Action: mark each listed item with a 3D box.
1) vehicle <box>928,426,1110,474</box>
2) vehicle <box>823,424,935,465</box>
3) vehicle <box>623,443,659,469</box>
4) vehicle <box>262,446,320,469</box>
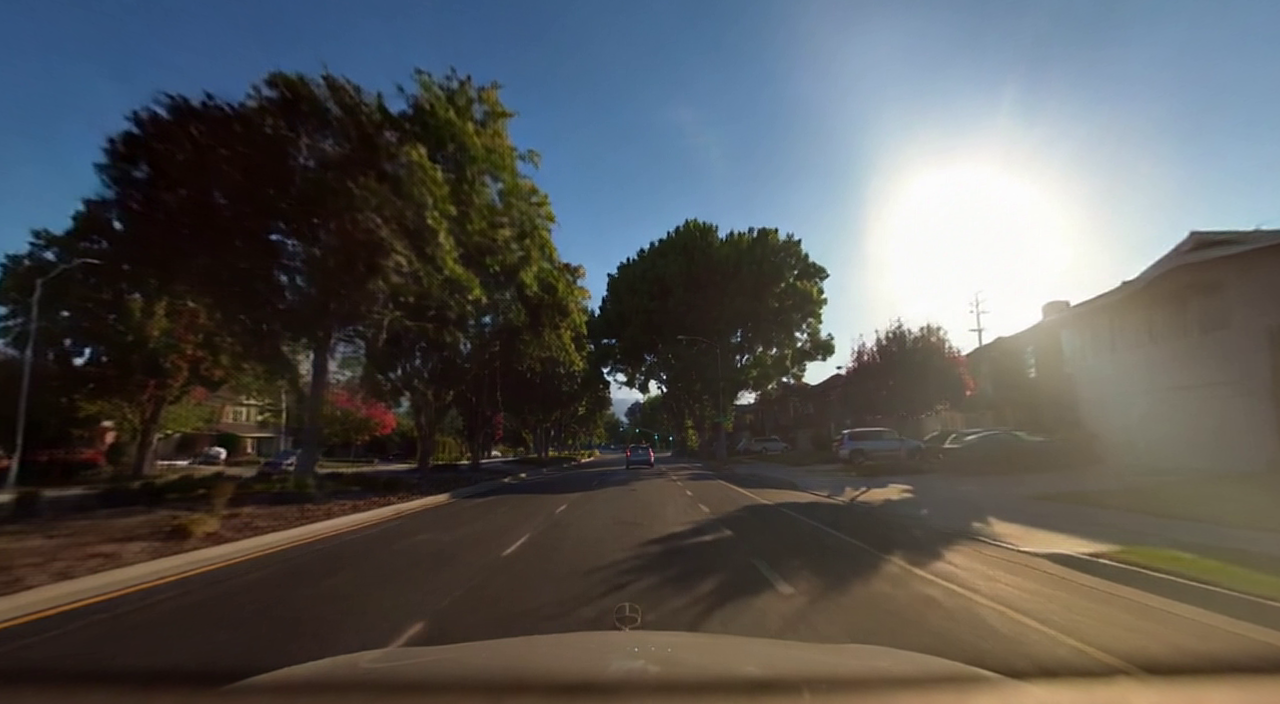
[{"bbox_3d":[12.503,3.267,20.965,4.787,1.494,1.887,0,-8,1],"label":"vehicle"},{"bbox_3d":[12.264,4.801,32.449,4.923,2.019,1.985,0,-9,2],"label":"vehicle"},{"bbox_3d":[0.047,6.220,37.831,2.054,1.456,4.003,0,-8,0],"label":"vehicle"},{"bbox_3d":[-24.023,7.252,43.379,1.892,1.455,3.564,0,-8,1],"label":"vehicle"}]
